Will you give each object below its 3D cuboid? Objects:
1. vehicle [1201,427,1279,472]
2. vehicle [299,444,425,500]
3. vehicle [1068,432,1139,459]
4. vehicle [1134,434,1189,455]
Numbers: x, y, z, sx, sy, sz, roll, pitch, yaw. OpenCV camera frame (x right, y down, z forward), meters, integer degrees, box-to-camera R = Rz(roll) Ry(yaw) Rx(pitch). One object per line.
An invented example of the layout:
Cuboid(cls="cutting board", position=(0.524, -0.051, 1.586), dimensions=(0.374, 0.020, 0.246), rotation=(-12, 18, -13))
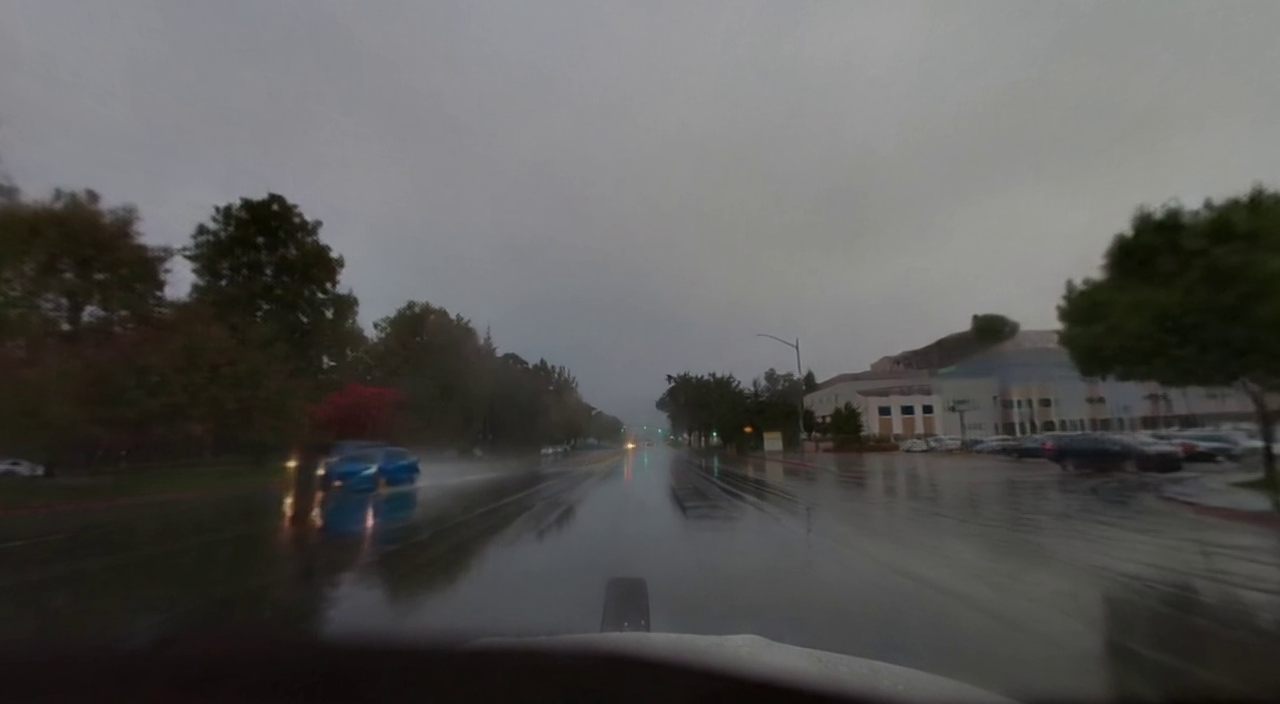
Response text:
Cuboid(cls="vehicle", position=(24.882, 3.931, 25.598), dimensions=(4.512, 1.648, 1.938), rotation=(6, -10, -34))
Cuboid(cls="vehicle", position=(-8.283, 3.580, 19.234), dimensions=(1.911, 1.499, 4.032), rotation=(0, -8, 2))
Cuboid(cls="vehicle", position=(30.172, 6.075, 40.961), dimensions=(5.036, 1.698, 2.031), rotation=(6, -10, -34))
Cuboid(cls="vehicle", position=(38.571, 6.819, 46.550), dimensions=(3.920, 1.437, 1.914), rotation=(5, -10, -33))
